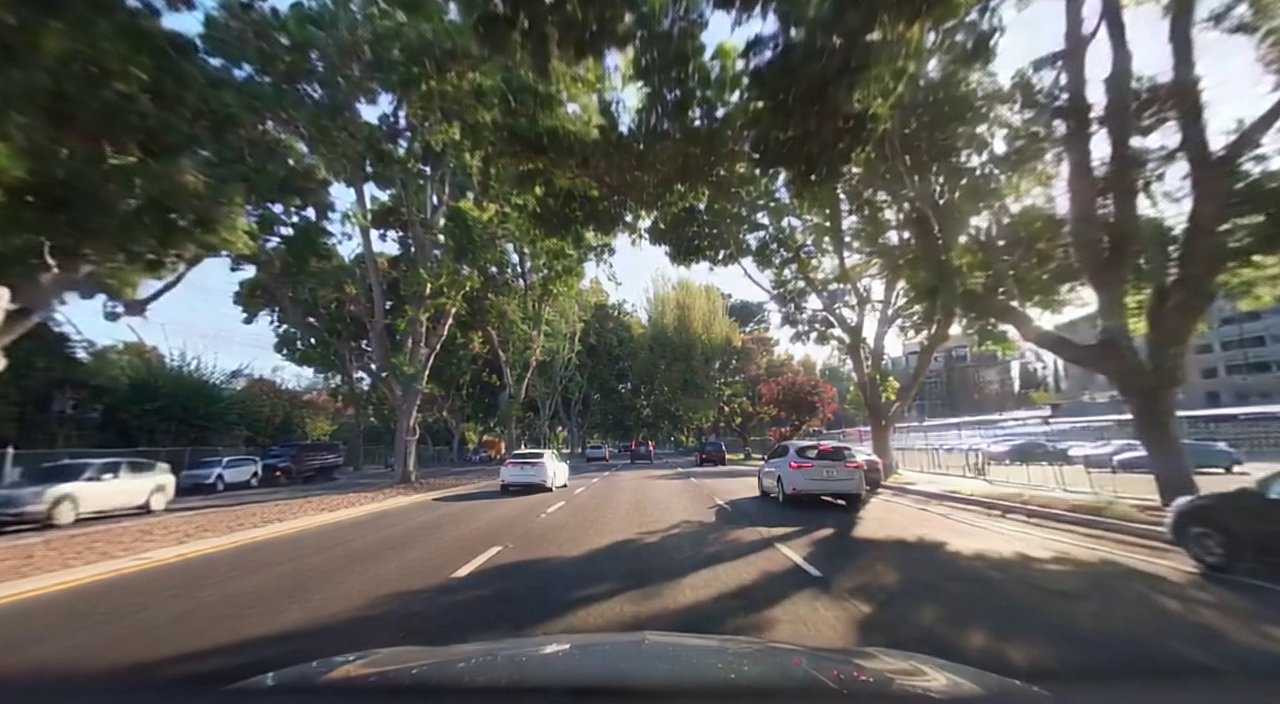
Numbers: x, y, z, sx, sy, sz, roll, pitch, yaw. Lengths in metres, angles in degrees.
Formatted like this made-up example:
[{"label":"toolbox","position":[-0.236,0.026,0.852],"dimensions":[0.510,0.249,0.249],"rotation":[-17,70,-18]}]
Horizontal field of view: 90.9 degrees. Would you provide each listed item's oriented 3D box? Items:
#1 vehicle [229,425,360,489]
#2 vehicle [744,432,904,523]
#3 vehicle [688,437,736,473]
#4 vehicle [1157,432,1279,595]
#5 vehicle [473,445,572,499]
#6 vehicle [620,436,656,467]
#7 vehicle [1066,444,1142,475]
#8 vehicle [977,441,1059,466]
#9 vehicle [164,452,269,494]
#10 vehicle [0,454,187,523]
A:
[{"label":"vehicle","position":[-22.846,6.946,42.726],"dimensions":[2.833,3.735,11.042],"rotation":[0,-8,-1]},{"label":"vehicle","position":[3.448,2.426,12.749],"dimensions":[1.919,1.502,4.232],"rotation":[0,-8,0]},{"label":"vehicle","position":[3.744,5.415,33.349],"dimensions":[1.980,1.709,4.367],"rotation":[0,-8,0]},{"label":"vehicle","position":[6.766,1.315,4.722],"dimensions":[2.035,1.449,4.427],"rotation":[0,-8,0]},{"label":"vehicle","position":[-3.187,3.330,17.914],"dimensions":[2.013,1.354,3.908],"rotation":[0,-8,1]},{"label":"vehicle","position":[-0.127,6.531,41.365],"dimensions":[2.247,1.882,4.603],"rotation":[0,-8,0]},{"label":"vehicle","position":[23.477,5.410,31.842],"dimensions":[3.658,1.443,1.869],"rotation":[6,-10,-34]},{"label":"vehicle","position":[25.681,6.879,42.921],"dimensions":[2.122,1.647,4.283],"rotation":[8,-11,-41]},{"label":"vehicle","position":[-22.507,6.426,33.845],"dimensions":[2.257,1.909,5.115],"rotation":[-1,-8,-3]},{"label":"vehicle","position":[-15.985,3.918,18.610],"dimensions":[1.918,1.692,4.338],"rotation":[0,-8,0]}]
